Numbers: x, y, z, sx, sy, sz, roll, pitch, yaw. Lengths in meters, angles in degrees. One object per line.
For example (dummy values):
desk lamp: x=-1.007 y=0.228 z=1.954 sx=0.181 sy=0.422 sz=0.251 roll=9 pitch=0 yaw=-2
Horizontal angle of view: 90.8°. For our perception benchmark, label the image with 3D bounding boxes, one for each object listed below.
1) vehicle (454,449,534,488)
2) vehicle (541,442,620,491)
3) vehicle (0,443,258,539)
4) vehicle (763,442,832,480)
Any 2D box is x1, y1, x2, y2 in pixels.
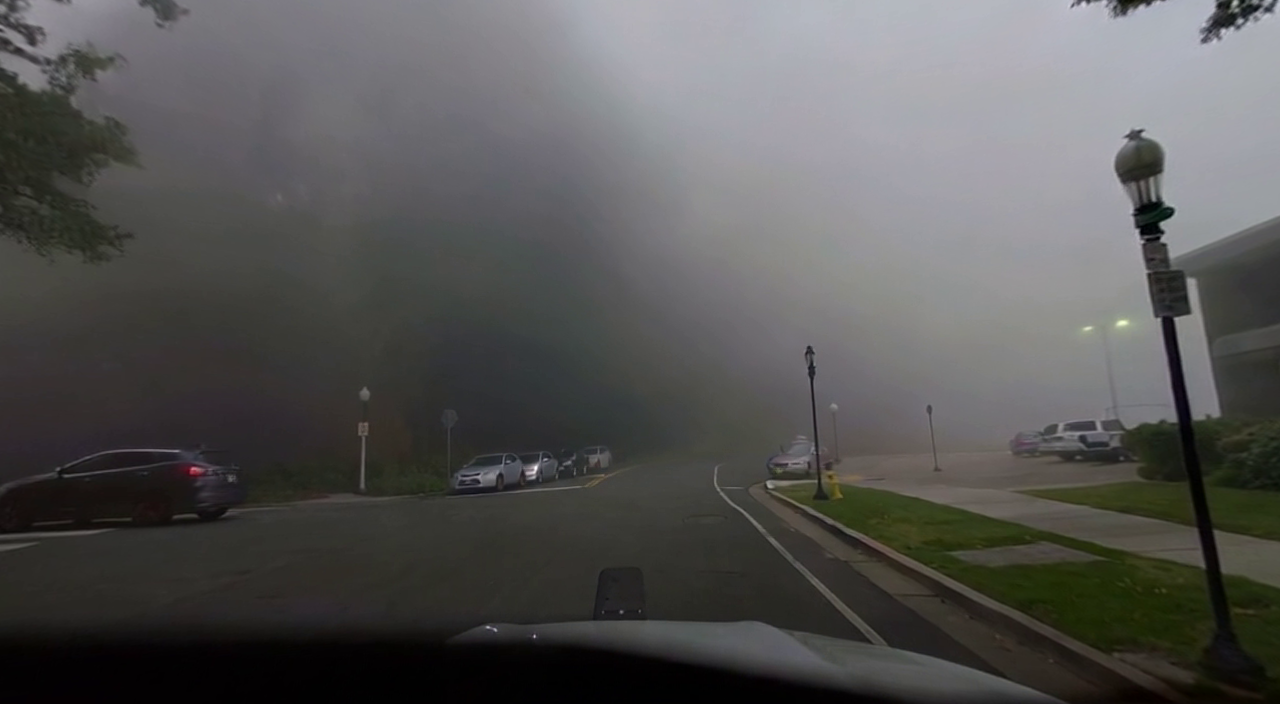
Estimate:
vehicle: x=-6.060 y=4.870 z=26.807 sx=1.968 sy=1.443 sz=4.358 roll=-1 pitch=-8 yaw=6
vehicle: x=-2.139 y=4.304 z=24.144 sx=2.110 sy=1.651 sz=4.410 roll=-1 pitch=-9 yaw=7
vehicle: x=-9.984 y=2.555 z=11.952 sx=4.106 sy=1.620 sz=2.065 roll=0 pitch=-9 yaw=-1
vehicle: x=6.703 y=4.689 z=27.415 sx=1.918 sy=1.461 sz=4.419 roll=0 pitch=-9 yaw=1
